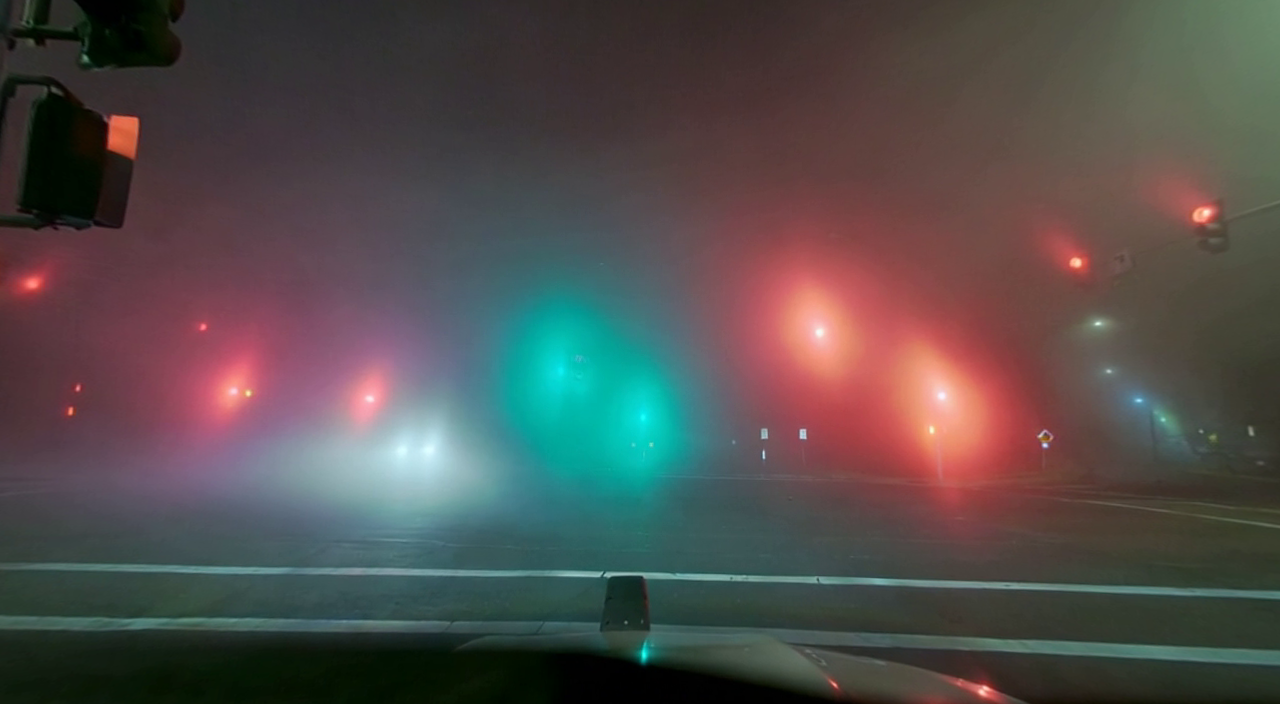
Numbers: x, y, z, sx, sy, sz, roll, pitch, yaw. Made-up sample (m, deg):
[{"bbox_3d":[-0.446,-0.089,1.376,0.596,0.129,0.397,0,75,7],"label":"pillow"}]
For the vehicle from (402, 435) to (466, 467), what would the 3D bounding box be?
[{"bbox_3d":[-12.650,6.122,39.030,2.238,1.827,5.007,0,-8,0],"label":"vehicle"}]
